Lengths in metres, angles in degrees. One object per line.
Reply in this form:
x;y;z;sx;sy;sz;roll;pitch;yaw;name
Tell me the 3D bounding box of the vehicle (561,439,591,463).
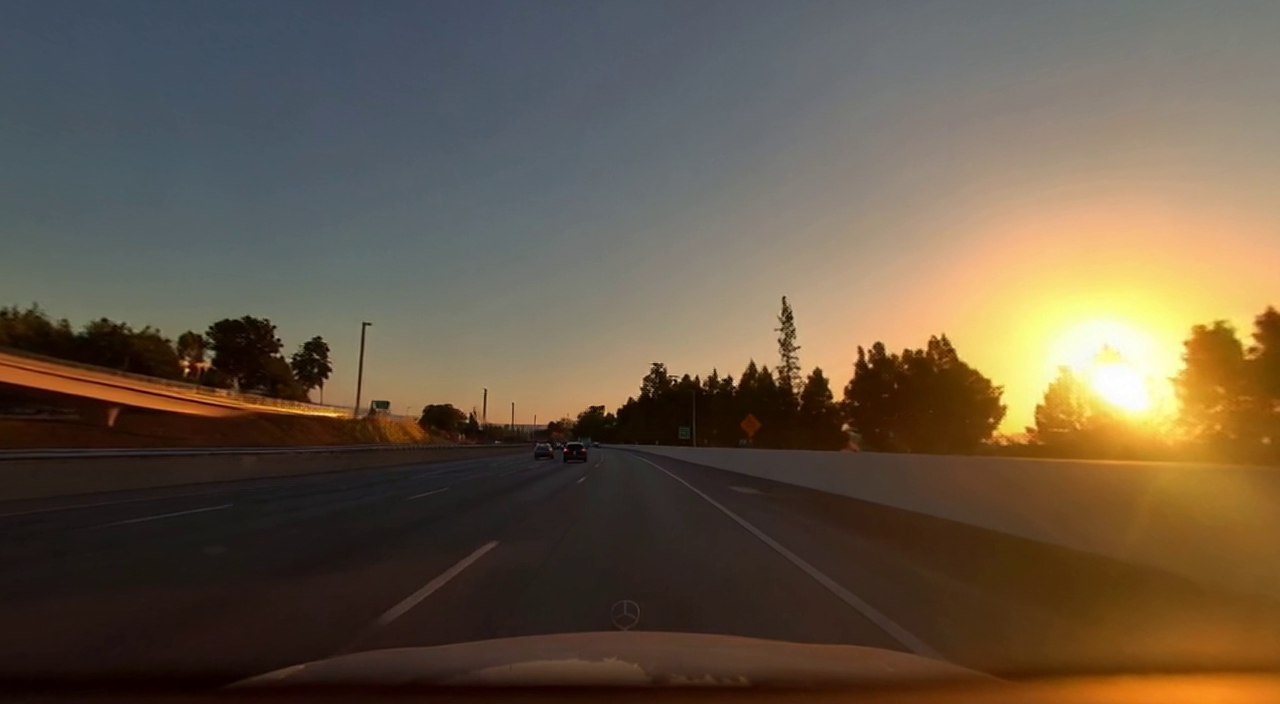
-4.685;7.271;46.544;1.971;1.643;4.009;0;-8;-3;vehicle
